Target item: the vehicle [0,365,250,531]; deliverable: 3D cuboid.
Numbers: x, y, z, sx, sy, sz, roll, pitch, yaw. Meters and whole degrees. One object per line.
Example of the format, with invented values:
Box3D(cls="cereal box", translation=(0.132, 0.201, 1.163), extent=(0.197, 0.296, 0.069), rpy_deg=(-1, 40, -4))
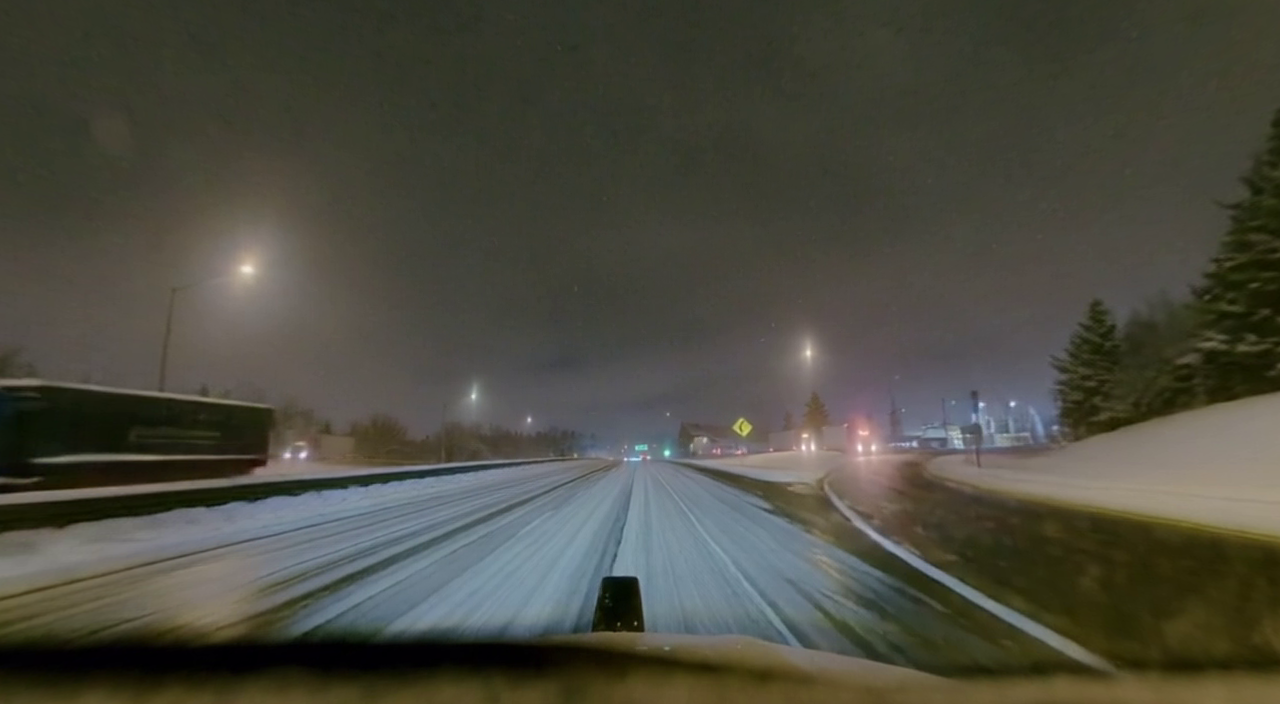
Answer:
Box3D(cls="vehicle", translation=(-16.335, 2.861, 18.481), extent=(3.035, 3.814, 9.987), rpy_deg=(-1, -9, 1))
